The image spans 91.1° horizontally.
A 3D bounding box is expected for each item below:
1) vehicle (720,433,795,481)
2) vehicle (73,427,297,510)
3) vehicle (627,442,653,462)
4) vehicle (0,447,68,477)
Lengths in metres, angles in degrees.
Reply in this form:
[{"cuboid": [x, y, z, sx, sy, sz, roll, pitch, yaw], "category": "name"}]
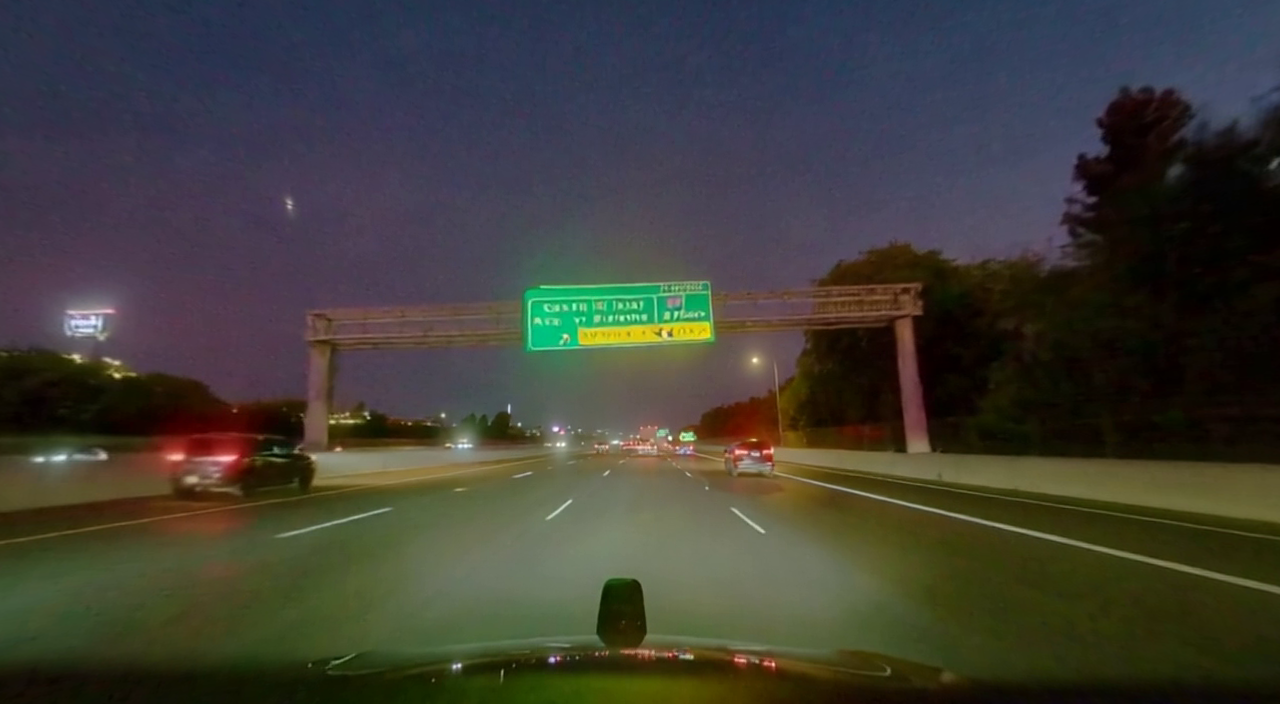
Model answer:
[{"cuboid": [4.354, 3.962, 24.017, 2.046, 1.655, 4.143, 0, -8, 0], "category": "vehicle"}, {"cuboid": [-10.896, 2.805, 15.628, 1.998, 1.712, 4.671, 0, -8, 1], "category": "vehicle"}, {"cuboid": [-0.032, 7.772, 49.003, 1.946, 1.493, 4.083, 0, -8, -1], "category": "vehicle"}, {"cuboid": [-32.152, 5.675, 32.551, 1.632, 1.409, 3.426, -1, -8, 2], "category": "vehicle"}]
